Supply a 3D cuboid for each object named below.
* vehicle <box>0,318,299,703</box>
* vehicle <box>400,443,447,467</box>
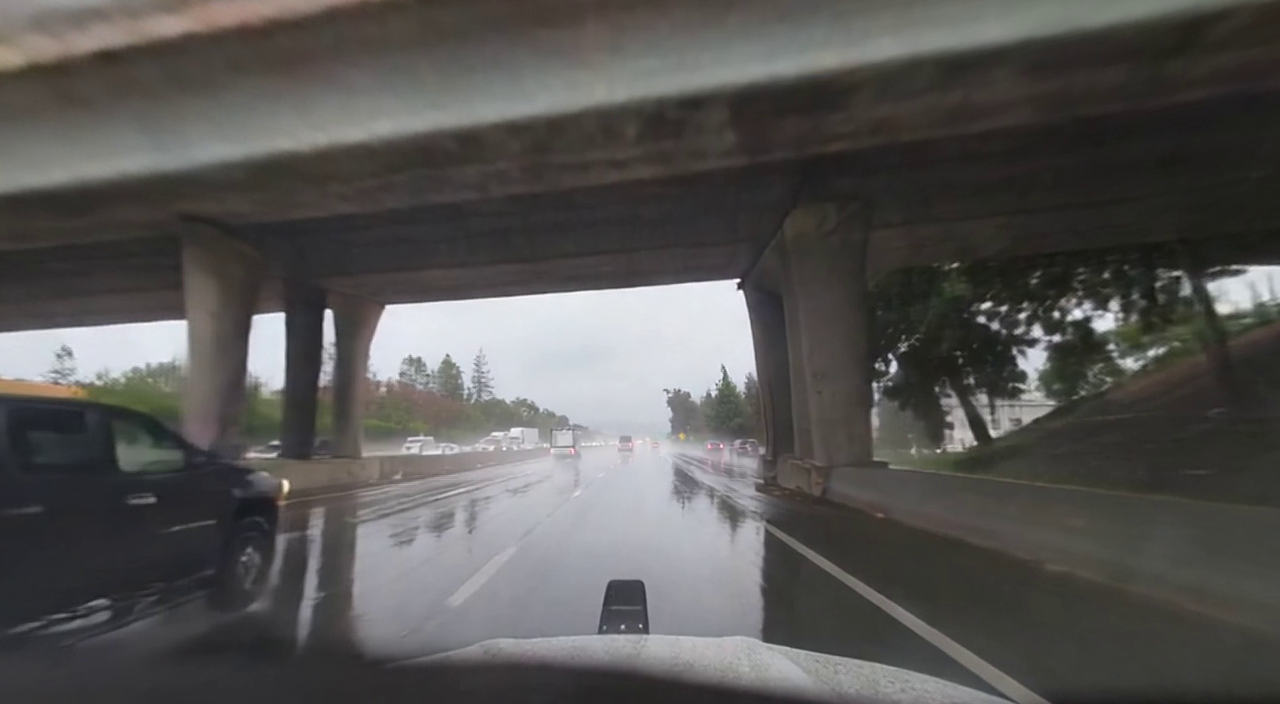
[{"bbox_3d":[-3.715,0.801,2.527,1.994,1.911,4.819,0,-8,0],"label":"vehicle"},{"bbox_3d":[-16.391,7.783,47.950,2.036,1.666,4.303,0,-8,1],"label":"vehicle"}]
